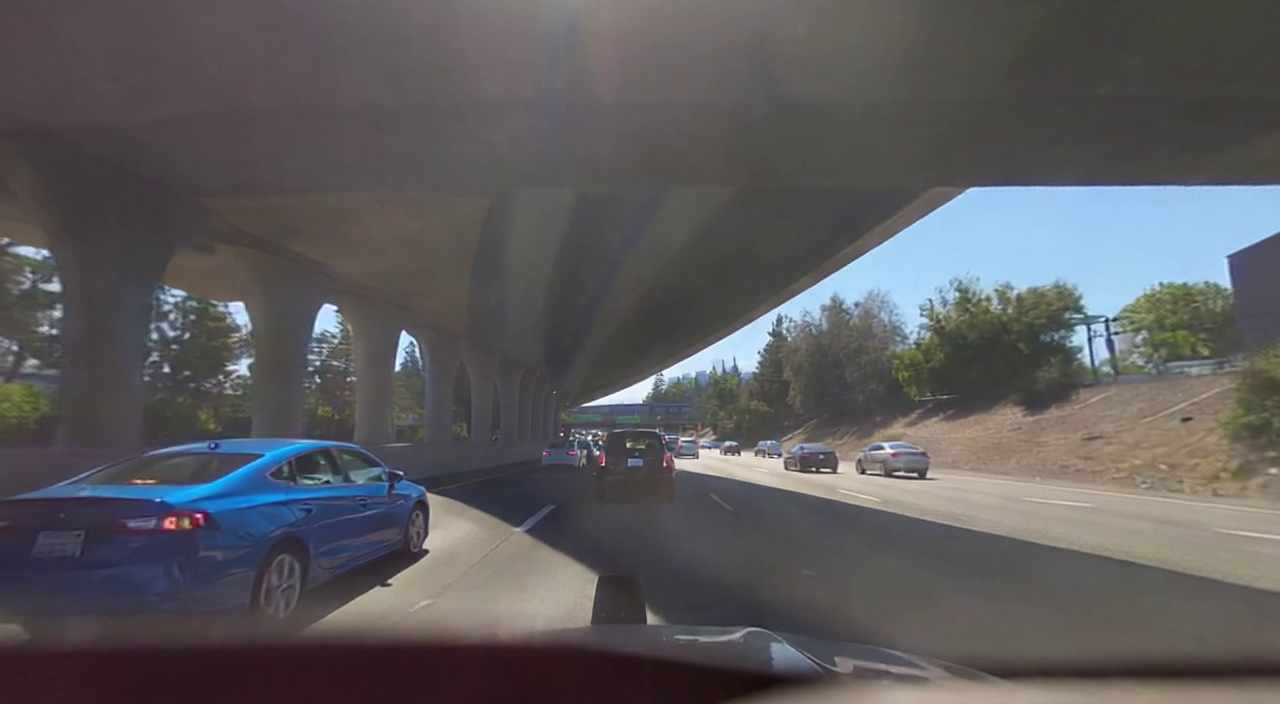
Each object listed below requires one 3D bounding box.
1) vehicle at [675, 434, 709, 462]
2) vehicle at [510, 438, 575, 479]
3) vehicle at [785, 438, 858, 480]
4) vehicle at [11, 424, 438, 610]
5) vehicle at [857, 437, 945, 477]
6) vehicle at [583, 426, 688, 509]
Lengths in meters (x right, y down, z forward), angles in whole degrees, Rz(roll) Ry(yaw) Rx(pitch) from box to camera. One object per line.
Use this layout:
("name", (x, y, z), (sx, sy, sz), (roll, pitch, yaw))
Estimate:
("vehicle", (3.738, 6.973, 45.735), (2.069, 1.876, 4.447), (0, -9, 0))
("vehicle", (-3.953, 4.391, 26.162), (1.947, 1.516, 4.295), (0, -9, 1))
("vehicle", (7.325, 4.341, 25.738), (1.880, 1.526, 3.641), (0, -9, 0))
("vehicle", (-4.087, 1.675, 7.369), (1.974, 1.478, 4.412), (0, -9, 0))
("vehicle", (11.504, 4.661, 28.129), (1.992, 1.625, 4.359), (1, -9, -1))
("vehicle", (-0.089, 2.719, 15.200), (2.181, 1.697, 4.021), (0, -9, 0))
